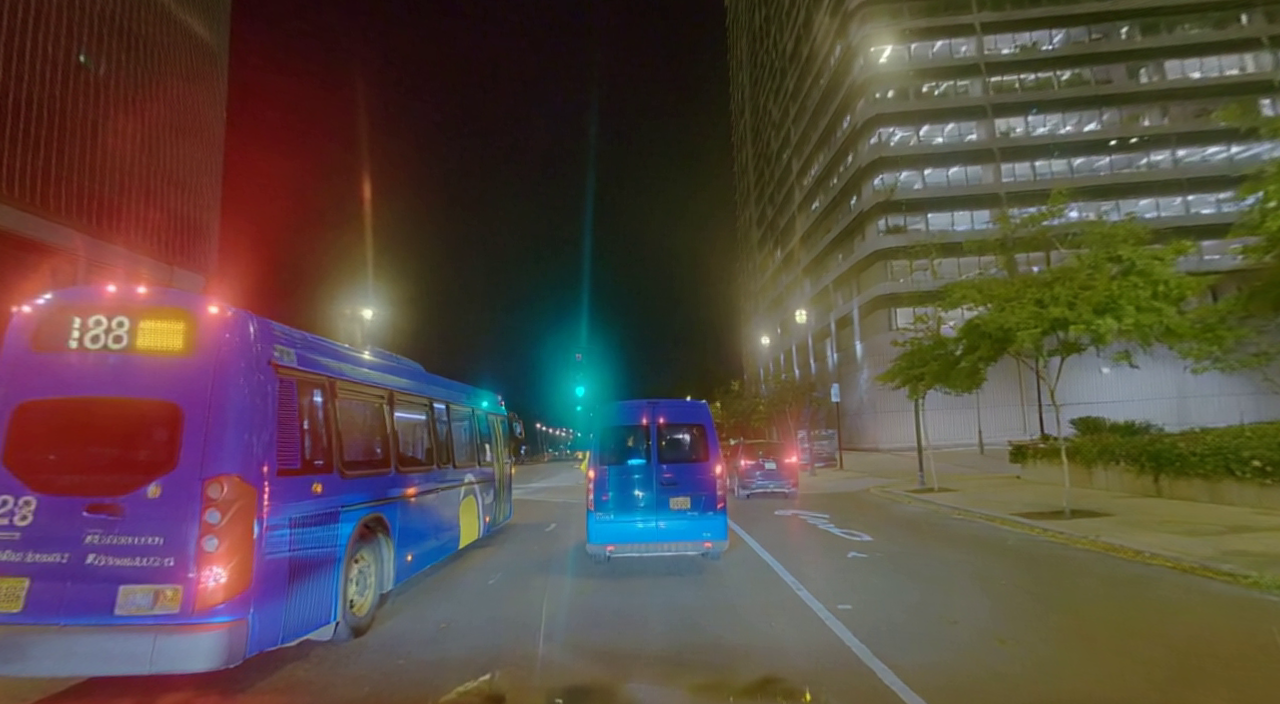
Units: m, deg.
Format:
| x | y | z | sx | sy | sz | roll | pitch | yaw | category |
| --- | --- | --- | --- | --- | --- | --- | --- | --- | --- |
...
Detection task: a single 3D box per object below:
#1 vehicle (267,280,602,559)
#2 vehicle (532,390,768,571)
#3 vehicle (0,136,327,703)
| x | y | z | sx | sy | sz | roll | pitch | yaw | category |
| --- | --- | --- | --- | --- | --- | --- | --- | --- | --- |
| -2.902 | 1.802 | 14.590 | 3.042 | 3.445 | 13.615 | 0 | -9 | 1 | vehicle |
| 0.132 | 1.694 | 8.944 | 2.500 | 1.912 | 4.270 | 0 | -9 | 1 | vehicle |
| -2.751 | 0.325 | 0.226 | 2.329 | 2.089 | 5.659 | 0 | -9 | 0 | vehicle |
